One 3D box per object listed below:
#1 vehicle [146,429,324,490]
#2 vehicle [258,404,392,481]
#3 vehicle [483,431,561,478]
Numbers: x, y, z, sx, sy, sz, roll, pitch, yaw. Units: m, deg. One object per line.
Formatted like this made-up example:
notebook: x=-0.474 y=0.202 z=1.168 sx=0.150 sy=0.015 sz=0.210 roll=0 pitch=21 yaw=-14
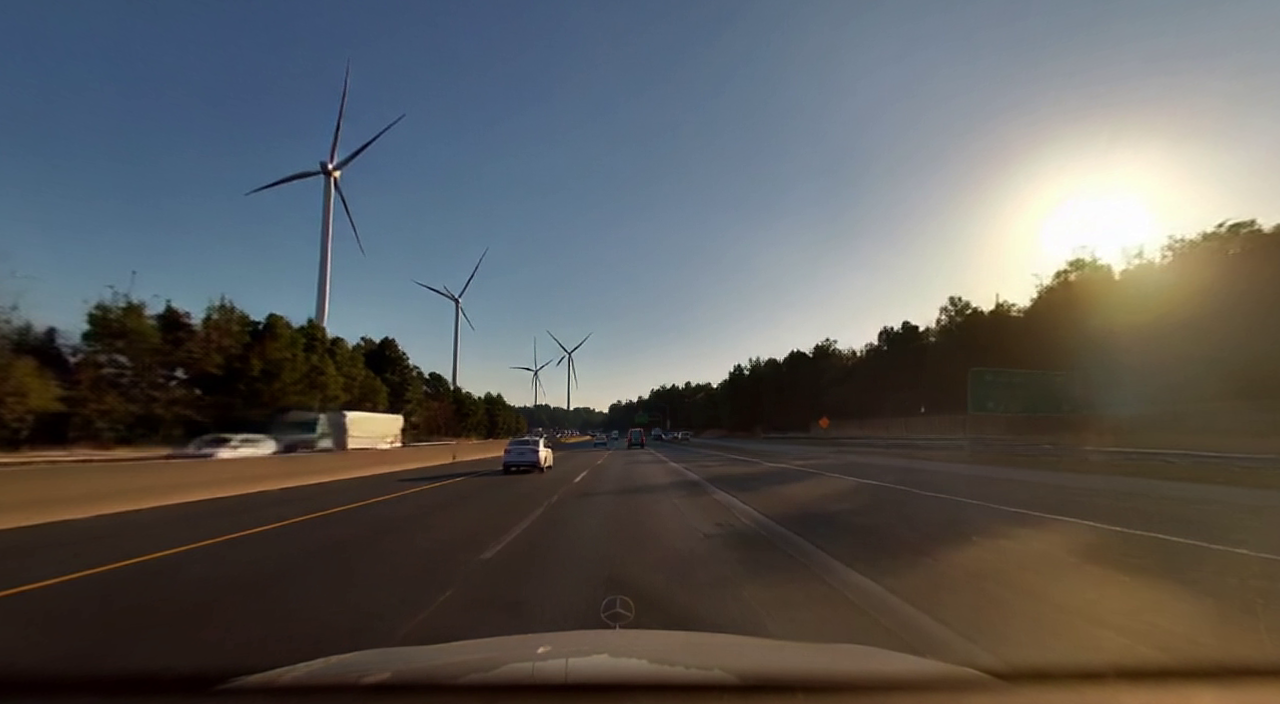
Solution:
vehicle: x=-12.703 y=3.379 z=20.267 sx=2.755 sy=1.635 sz=4.555 roll=-2 pitch=-8 yaw=-1
vehicle: x=-12.882 y=3.747 z=26.326 sx=2.586 sy=2.603 sz=5.878 roll=-5 pitch=-8 yaw=0
vehicle: x=-4.044 y=3.569 z=22.262 sx=1.950 sy=1.511 sz=3.965 roll=0 pitch=-8 yaw=0
